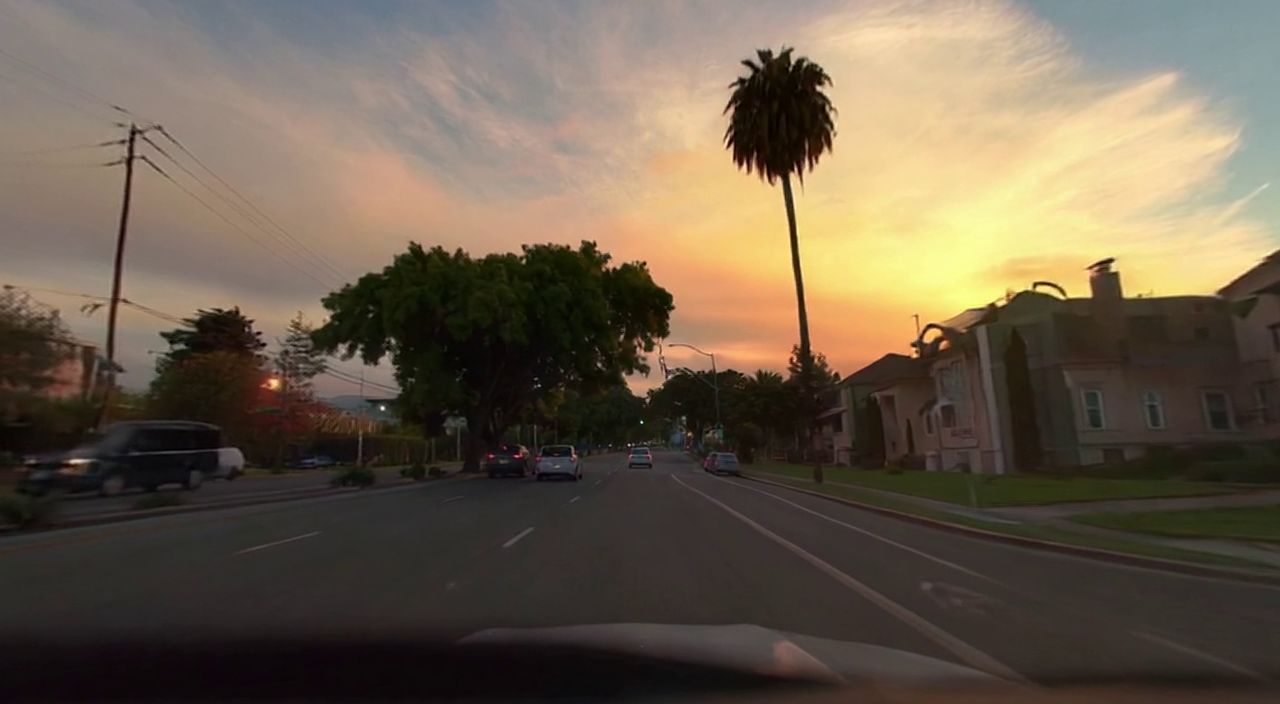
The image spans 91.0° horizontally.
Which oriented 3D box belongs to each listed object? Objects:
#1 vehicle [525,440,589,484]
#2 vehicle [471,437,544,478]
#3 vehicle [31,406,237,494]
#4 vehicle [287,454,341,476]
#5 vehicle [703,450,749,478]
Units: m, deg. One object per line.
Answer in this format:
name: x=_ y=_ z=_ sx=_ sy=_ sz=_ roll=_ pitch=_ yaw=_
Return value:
vehicle: x=-3.636 y=4.902 z=28.346 sx=2.116 sy=1.806 sz=4.516 roll=0 pitch=-9 yaw=2
vehicle: x=-7.006 y=5.659 z=34.074 sx=2.457 sy=2.010 sz=6.330 roll=0 pitch=-9 yaw=1
vehicle: x=-17.656 y=3.503 z=22.572 sx=2.331 sy=2.714 sz=5.872 roll=0 pitch=-9 yaw=1
vehicle: x=-25.567 y=8.852 z=49.529 sx=1.838 sy=1.516 sz=4.484 roll=0 pitch=-9 yaw=0
vehicle: x=5.083 y=6.650 z=37.629 sx=1.994 sy=1.507 sz=4.173 roll=1 pitch=-9 yaw=-2
